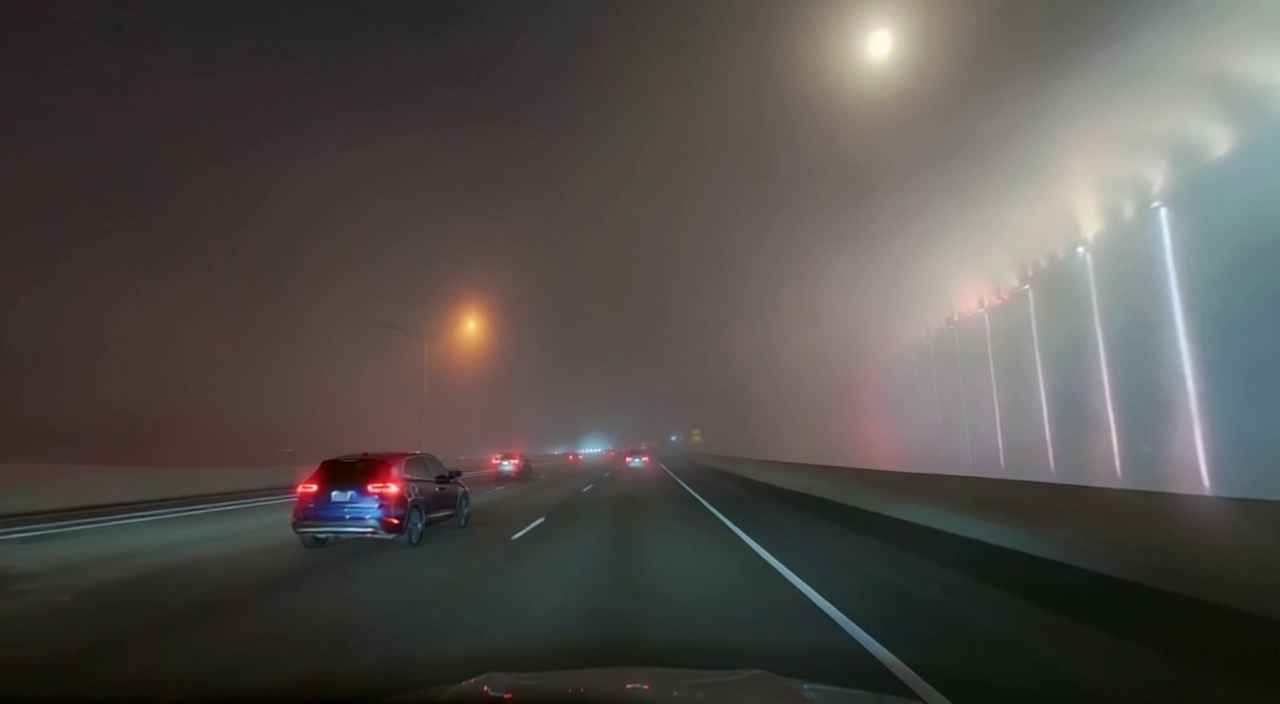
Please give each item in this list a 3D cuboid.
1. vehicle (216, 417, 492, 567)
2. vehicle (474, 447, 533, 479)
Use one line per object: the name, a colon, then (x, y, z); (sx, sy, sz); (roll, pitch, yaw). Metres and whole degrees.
vehicle: (-3.878, 1.983, 9.674); (2.059, 1.725, 4.521); (0, -9, 1)
vehicle: (-7.215, 5.924, 33.886); (1.998, 1.542, 4.953); (0, -9, 1)
